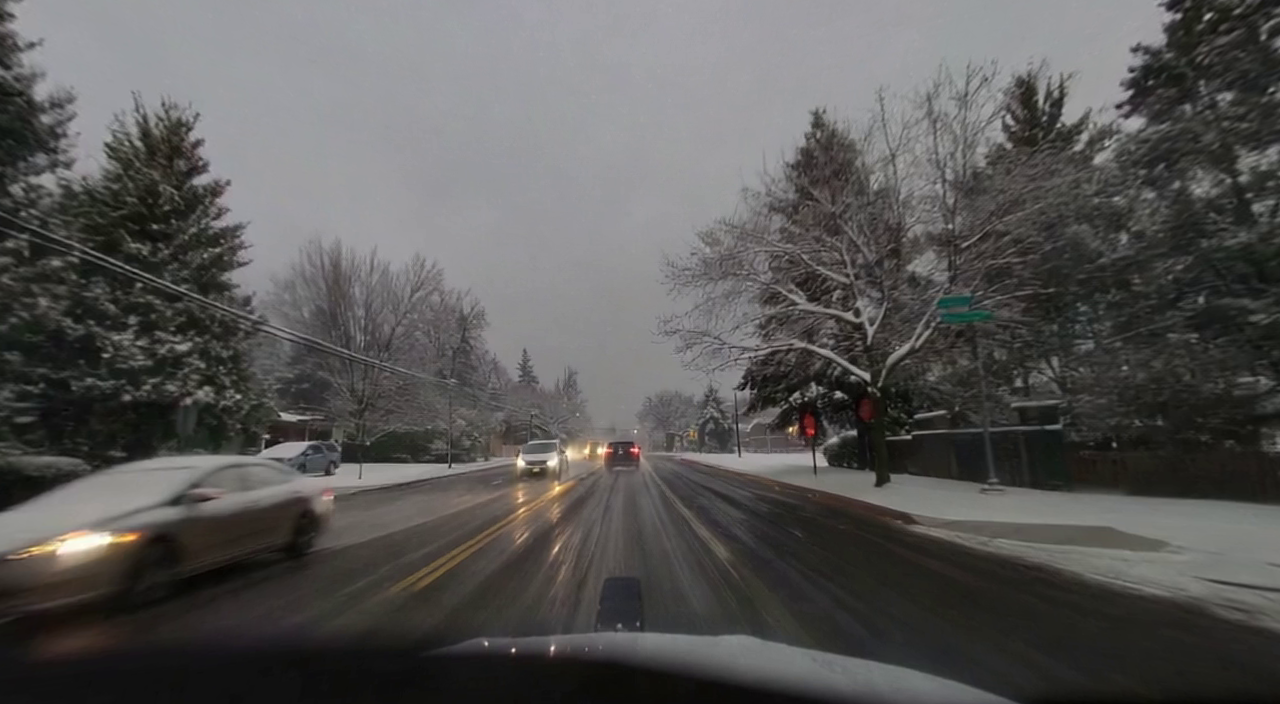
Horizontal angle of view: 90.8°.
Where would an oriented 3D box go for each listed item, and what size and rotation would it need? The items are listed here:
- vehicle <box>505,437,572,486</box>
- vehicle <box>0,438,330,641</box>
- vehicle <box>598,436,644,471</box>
[{"bbox_3d":[-4.107,4.488,26.178,2.037,1.724,4.512,-2,-9,-1],"label":"vehicle"},{"bbox_3d":[-5.469,1.781,6.962,1.986,1.470,4.431,-3,-9,-2],"label":"vehicle"},{"bbox_3d":[-1.075,6.046,37.688,2.554,1.902,5.329,0,-9,0],"label":"vehicle"}]
